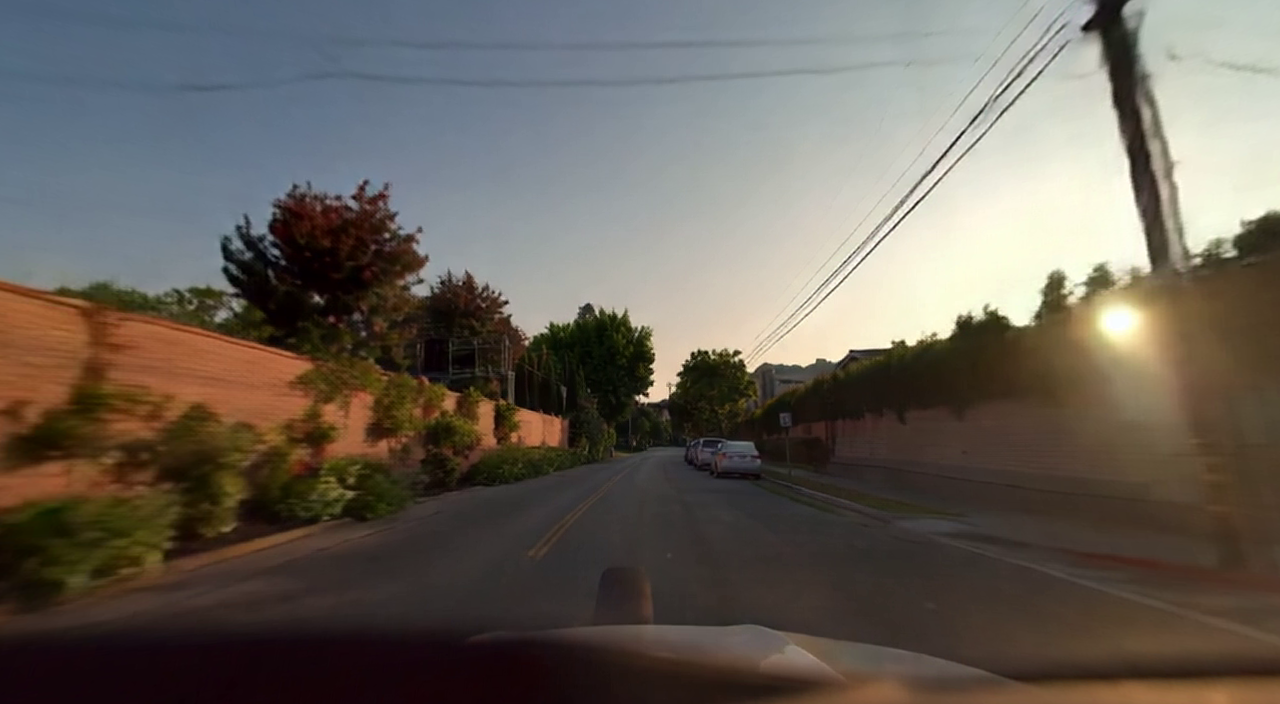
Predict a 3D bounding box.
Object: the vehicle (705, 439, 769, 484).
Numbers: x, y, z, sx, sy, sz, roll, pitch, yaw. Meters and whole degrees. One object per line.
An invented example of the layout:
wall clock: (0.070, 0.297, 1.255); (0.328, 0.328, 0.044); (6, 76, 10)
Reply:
vehicle: (4.008, 4.577, 26.943); (2.048, 1.596, 5.543); (2, -8, 2)
